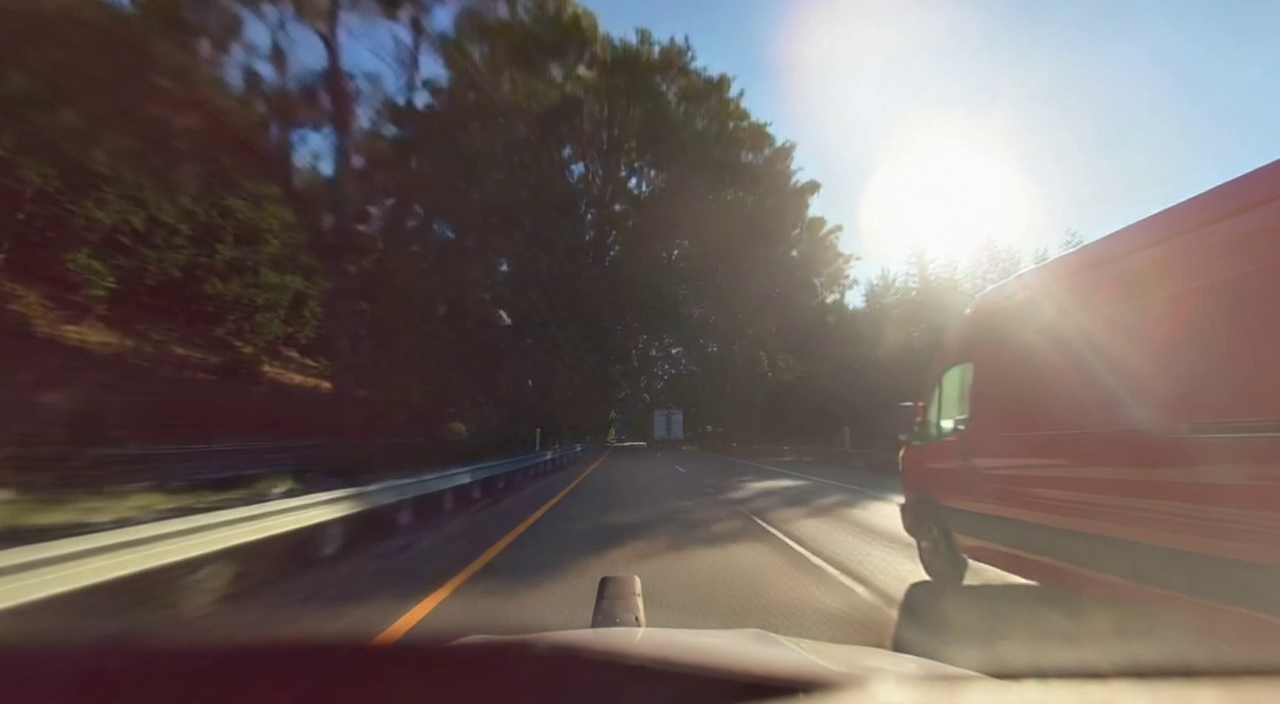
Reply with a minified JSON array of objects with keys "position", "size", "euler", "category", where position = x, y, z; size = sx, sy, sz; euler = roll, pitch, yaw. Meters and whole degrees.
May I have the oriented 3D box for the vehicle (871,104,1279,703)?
[{"position":[3.712,0.479,3.287],"size":[2.570,2.596,6.082],"euler":[0,-8,-1],"category":"vehicle"}]
